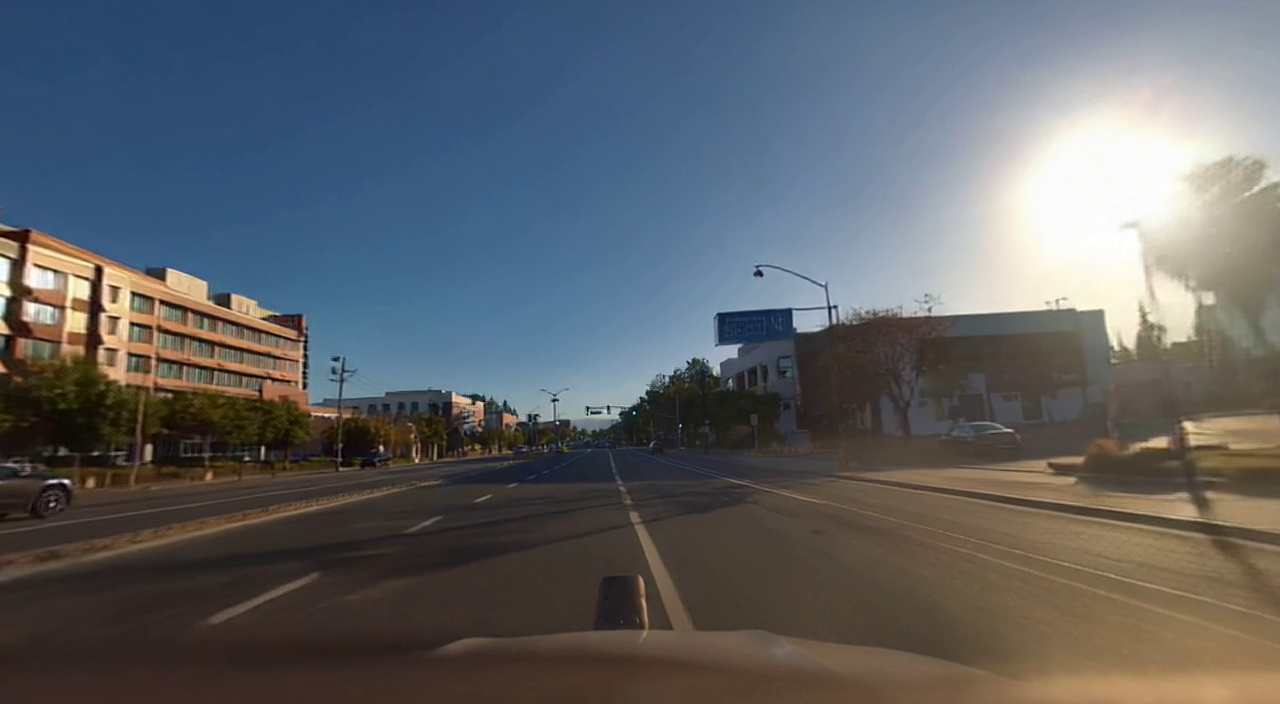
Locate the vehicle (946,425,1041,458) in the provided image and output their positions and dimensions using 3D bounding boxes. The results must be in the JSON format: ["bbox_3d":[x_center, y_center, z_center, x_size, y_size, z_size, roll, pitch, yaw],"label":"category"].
[{"bbox_3d":[16.973,4.337,30.611,1.812,1.467,4.411,0,-8,-4],"label":"vehicle"}]
